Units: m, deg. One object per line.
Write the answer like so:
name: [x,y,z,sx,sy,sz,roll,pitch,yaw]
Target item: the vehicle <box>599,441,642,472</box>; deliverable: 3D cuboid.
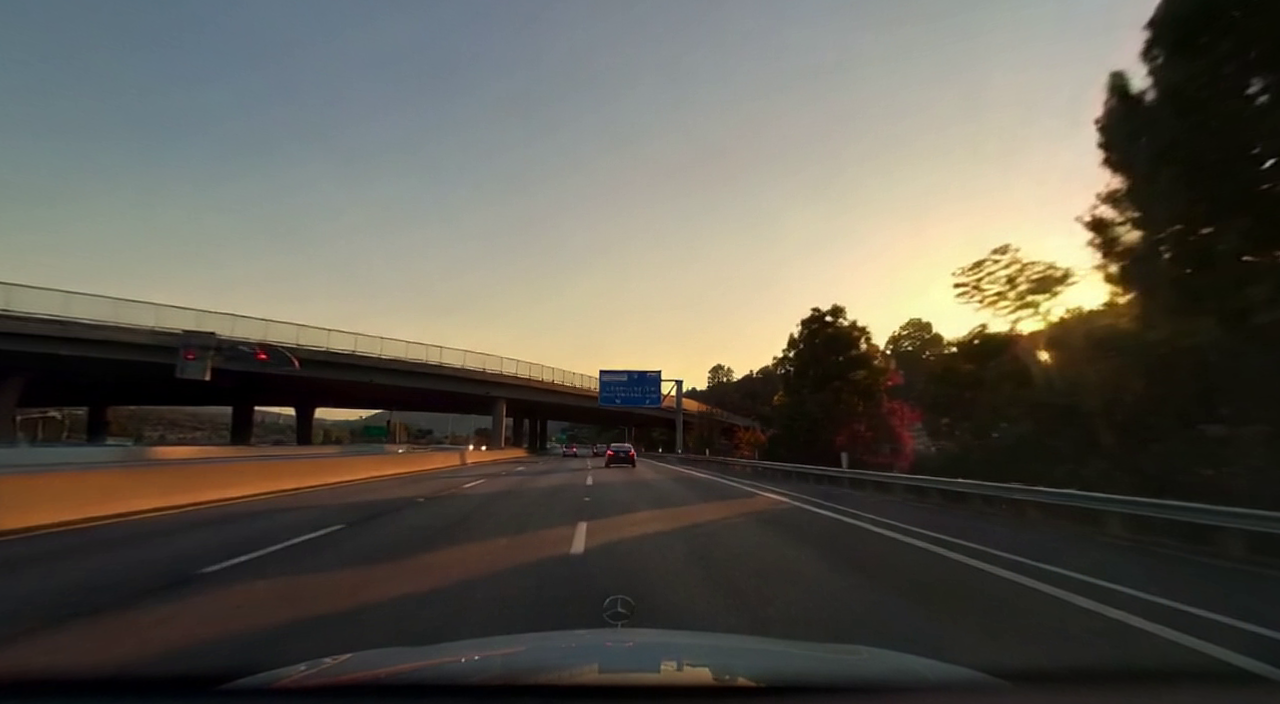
vehicle: [-0.952,5.489,33.076,2.055,1.509,4.255,0,-9,1]
